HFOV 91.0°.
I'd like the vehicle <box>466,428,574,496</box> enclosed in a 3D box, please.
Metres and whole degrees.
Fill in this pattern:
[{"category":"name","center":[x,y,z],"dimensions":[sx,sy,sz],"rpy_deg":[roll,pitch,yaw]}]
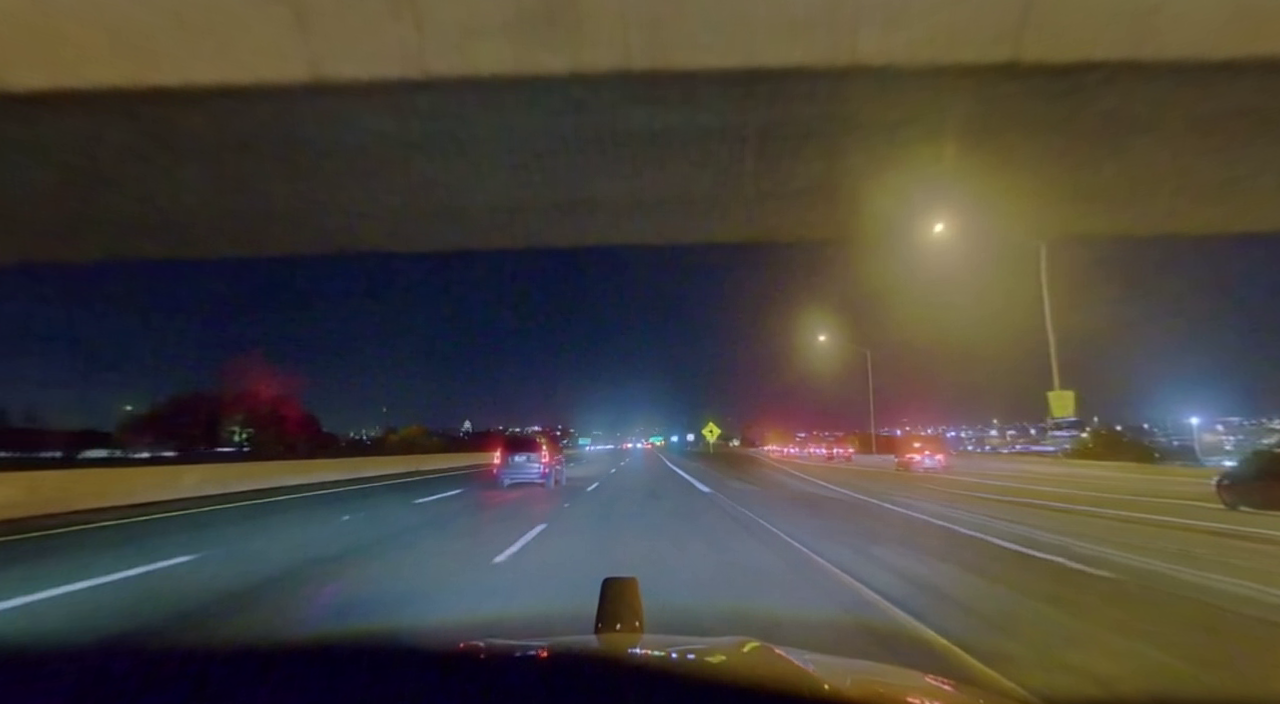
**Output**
[{"category":"vehicle","center":[-3.338,3.212,18.641],"dimensions":[2.203,1.734,4.600],"rpy_deg":[0,-9,1]}]
